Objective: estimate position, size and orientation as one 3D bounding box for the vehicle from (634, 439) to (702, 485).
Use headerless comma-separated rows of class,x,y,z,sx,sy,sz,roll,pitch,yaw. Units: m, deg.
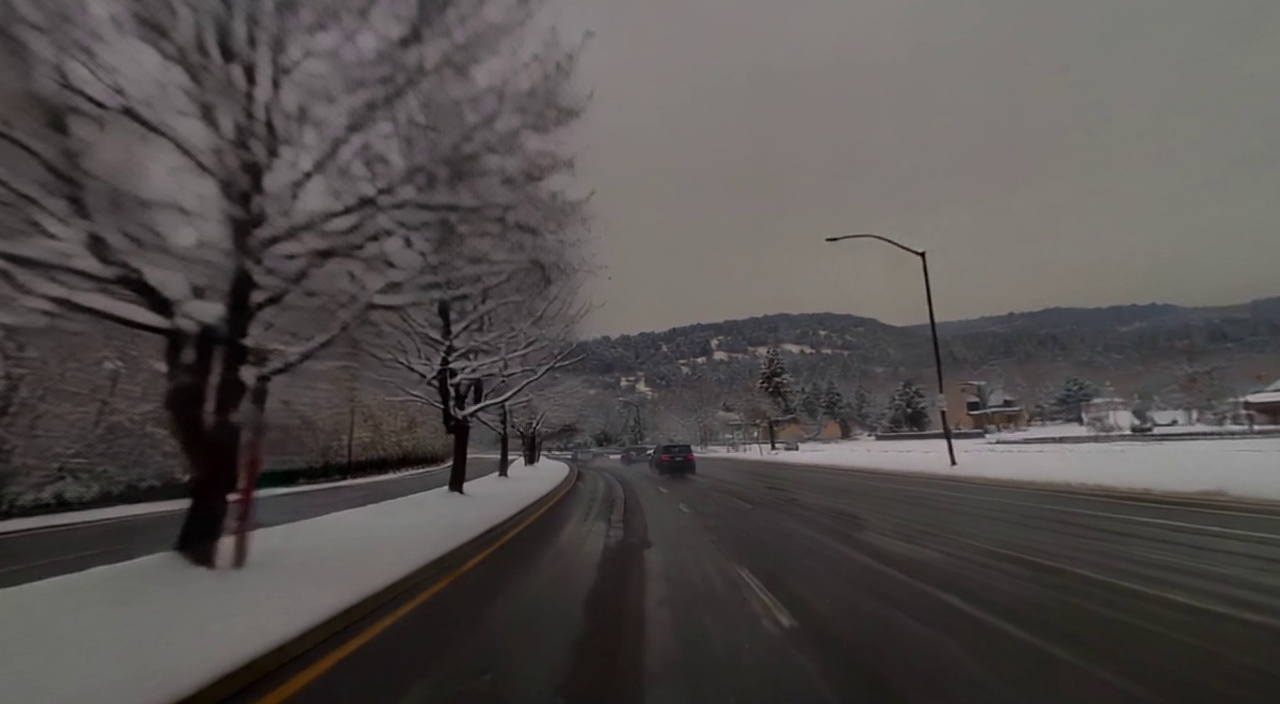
vehicle,1.081,4.686,27.185,2.253,1.756,4.313,1,-9,-7
